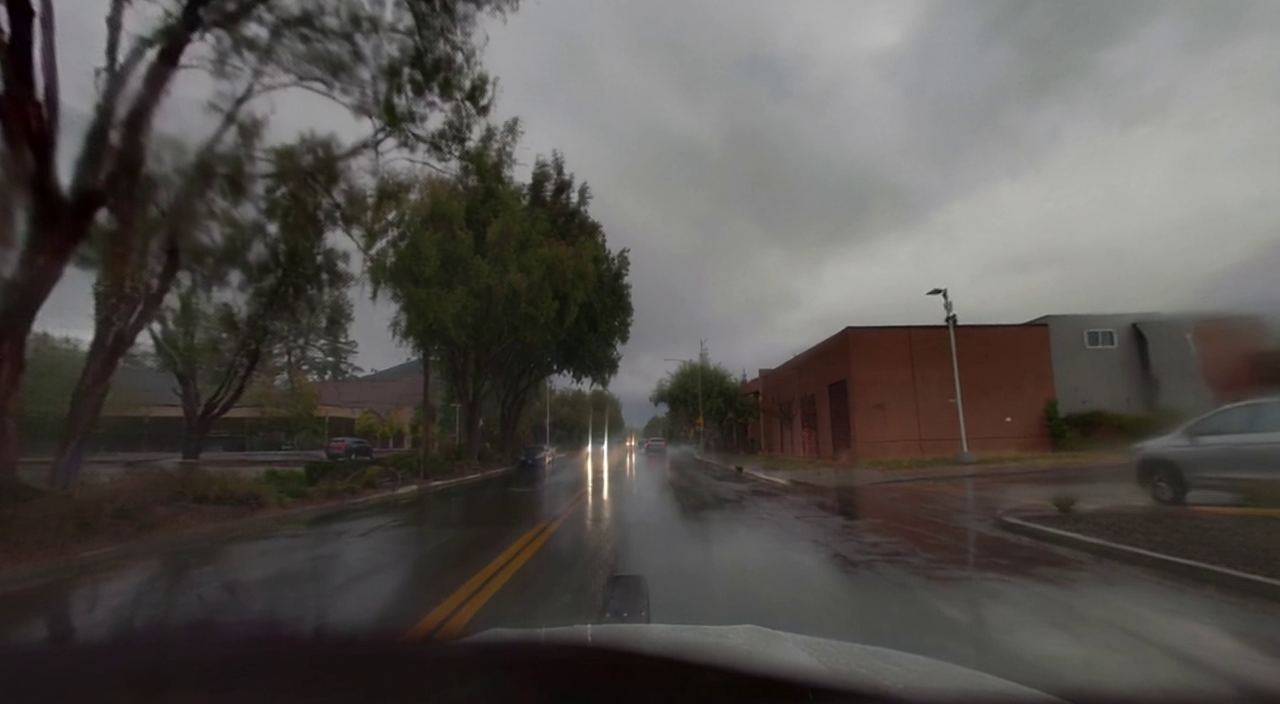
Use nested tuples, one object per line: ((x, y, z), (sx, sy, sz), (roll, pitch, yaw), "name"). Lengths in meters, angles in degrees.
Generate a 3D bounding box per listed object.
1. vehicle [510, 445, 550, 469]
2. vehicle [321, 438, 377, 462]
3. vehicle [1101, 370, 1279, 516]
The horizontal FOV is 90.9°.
((-7.230, 6.946, 41.960), (1.930, 1.463, 4.195), (-1, -8, 0), "vehicle")
((-21.362, 7.206, 46.488), (1.906, 1.596, 4.599), (-1, -8, 1), "vehicle")
((9.174, 1.253, 8.667), (2.018, 1.840, 4.662), (0, -9, -1), "vehicle")
